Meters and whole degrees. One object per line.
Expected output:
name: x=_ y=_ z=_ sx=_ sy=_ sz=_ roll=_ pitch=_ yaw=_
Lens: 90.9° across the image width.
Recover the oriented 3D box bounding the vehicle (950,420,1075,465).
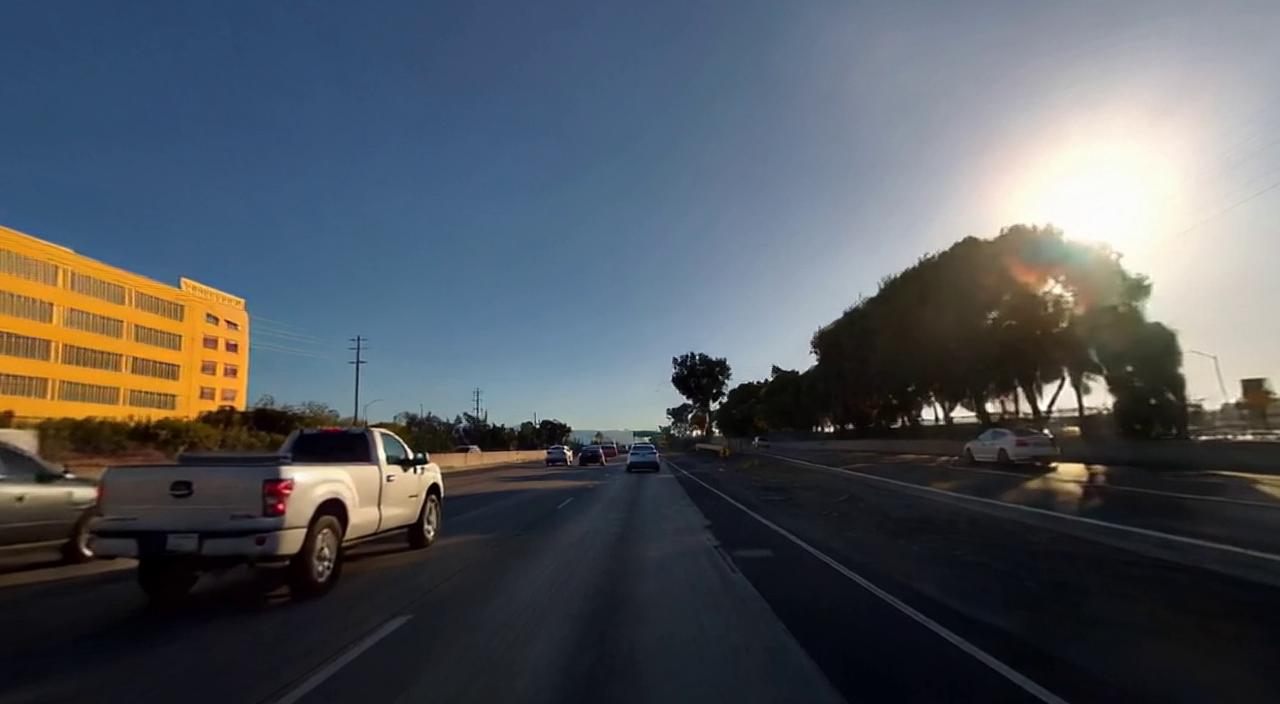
vehicle: x=13.620 y=3.351 z=23.442 sx=1.966 sy=1.484 sz=4.610 roll=-1 pitch=-8 yaw=3

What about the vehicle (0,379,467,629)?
vehicle: x=-3.904 y=1.512 z=7.356 sx=2.250 sy=1.872 sz=5.038 roll=-1 pitch=-8 yaw=1

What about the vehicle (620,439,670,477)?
vehicle: x=0.211 y=4.717 z=28.339 sx=2.107 sy=1.538 sz=3.999 roll=0 pitch=-8 yaw=0

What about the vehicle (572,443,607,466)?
vehicle: x=-3.555 y=7.260 z=44.997 sx=2.059 sy=1.508 sz=4.662 roll=0 pitch=-8 yaw=0
